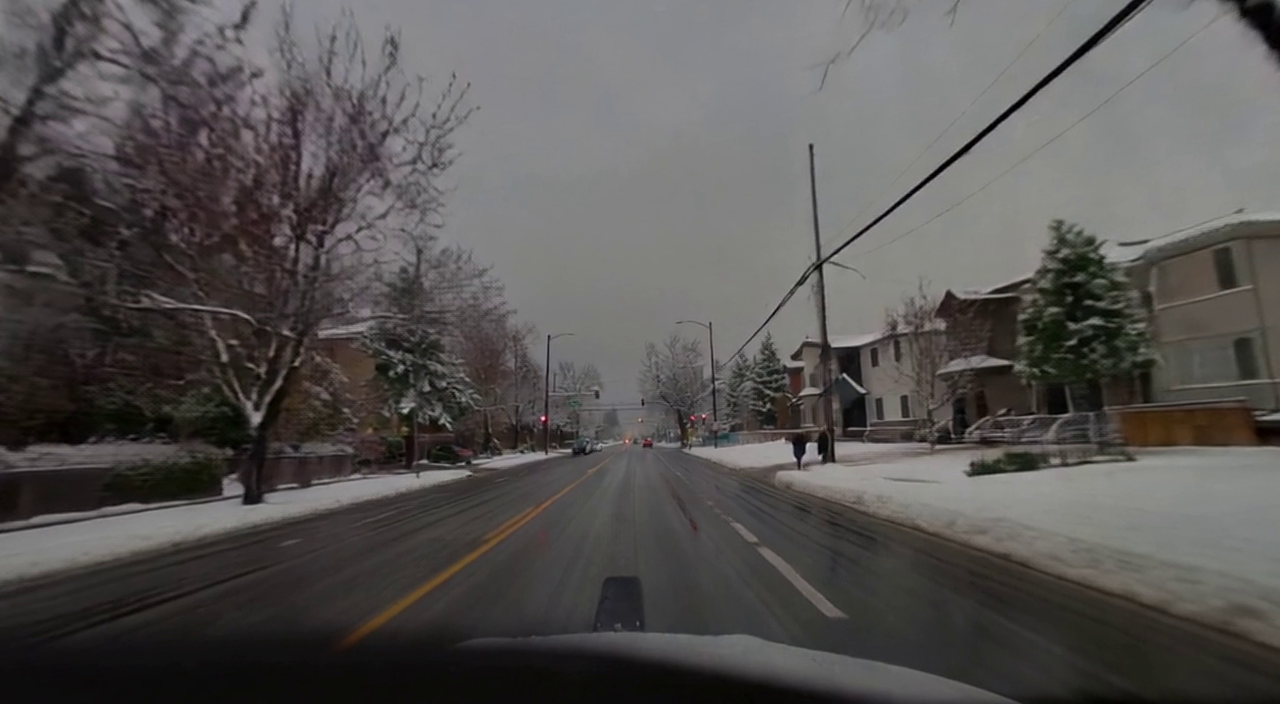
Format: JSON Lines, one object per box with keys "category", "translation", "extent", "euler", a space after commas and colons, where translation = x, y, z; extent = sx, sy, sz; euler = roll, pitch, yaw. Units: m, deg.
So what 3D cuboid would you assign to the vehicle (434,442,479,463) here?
{"category": "vehicle", "translation": [-12.857, 7.089, 44.526], "extent": [1.934, 1.389, 4.364], "euler": [0, -9, -1]}
